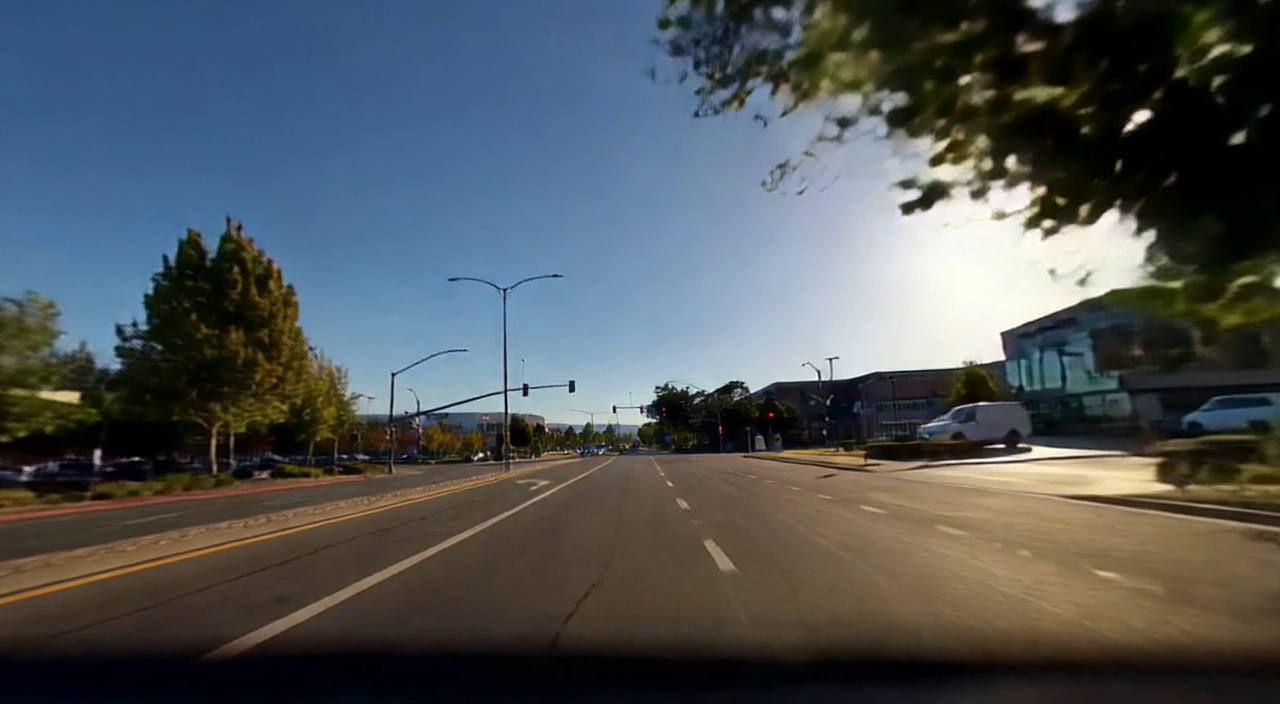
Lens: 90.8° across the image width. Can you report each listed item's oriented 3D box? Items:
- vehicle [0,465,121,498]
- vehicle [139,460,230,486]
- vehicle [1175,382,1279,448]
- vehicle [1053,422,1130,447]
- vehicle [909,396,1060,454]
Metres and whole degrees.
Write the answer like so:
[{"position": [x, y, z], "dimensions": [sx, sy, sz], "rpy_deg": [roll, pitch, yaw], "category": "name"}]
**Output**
[{"position": [-30.930, 6.856, 33.625], "dimensions": [4.713, 1.607, 2.022], "rpy_deg": [0, -9, 1], "category": "vehicle"}, {"position": [-30.141, 8.017, 41.875], "dimensions": [4.396, 1.633, 2.000], "rpy_deg": [0, -9, 0], "category": "vehicle"}, {"position": [32.606, 3.388, 33.044], "dimensions": [2.751, 3.197, 7.018], "rpy_deg": [0, -9, -2], "category": "vehicle"}, {"position": [32.842, 6.073, 46.155], "dimensions": [1.990, 1.708, 4.629], "rpy_deg": [-1, -9, -3], "category": "vehicle"}, {"position": [20.559, 4.434, 38.014], "dimensions": [7.304, 3.335, 2.869], "rpy_deg": [0, -9, -2], "category": "vehicle"}]
